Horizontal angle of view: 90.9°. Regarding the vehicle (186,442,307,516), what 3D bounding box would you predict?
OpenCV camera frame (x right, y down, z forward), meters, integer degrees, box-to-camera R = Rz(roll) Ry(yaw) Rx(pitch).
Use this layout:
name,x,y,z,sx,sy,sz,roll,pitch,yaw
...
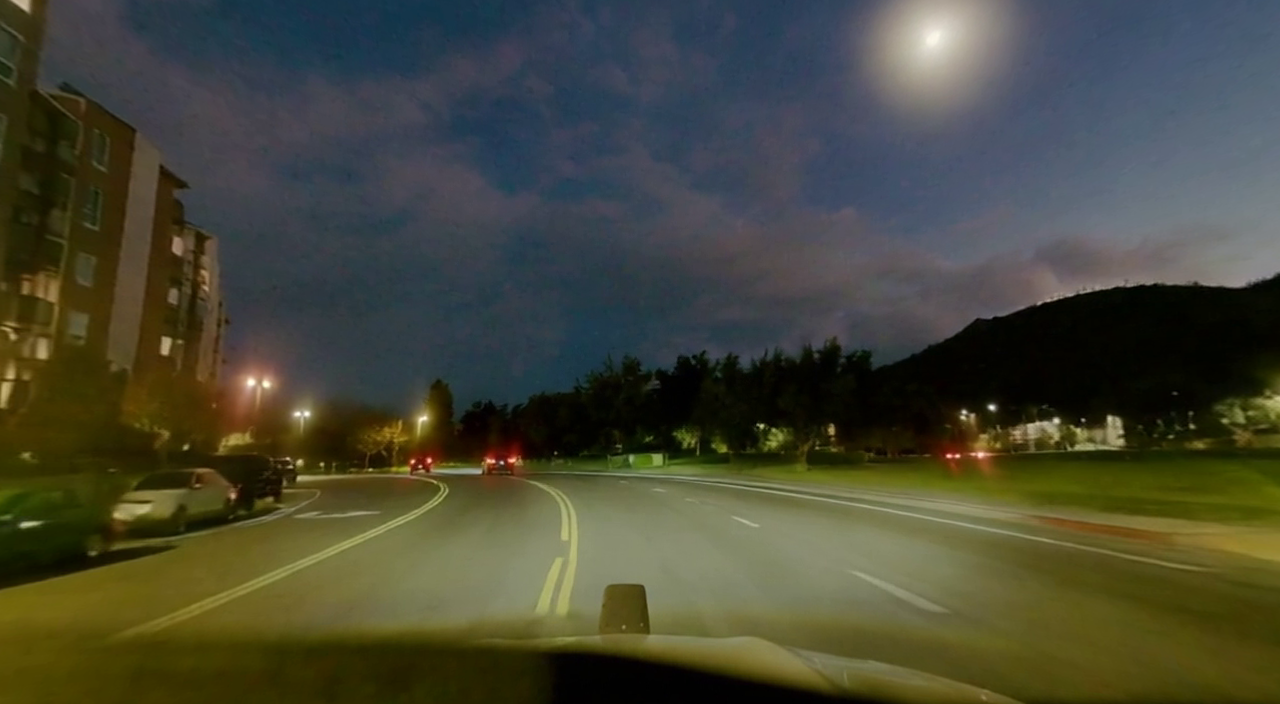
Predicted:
name,x,y,z,sx,sy,sz,roll,pitch,yaw
vehicle,-11.791,3.756,19.266,2.055,1.921,4.533,3,-9,-19

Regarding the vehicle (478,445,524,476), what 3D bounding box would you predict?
name,x,y,z,sx,sy,sz,roll,pitch,yaw
vehicle,-8.999,6.933,40.578,2.000,1.809,4.405,4,-9,-24

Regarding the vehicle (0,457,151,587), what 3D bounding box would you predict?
name,x,y,z,sx,sy,sz,roll,pitch,yaw
vehicle,-9.355,2.381,8.973,1.908,1.602,4.279,-1,-8,-10
